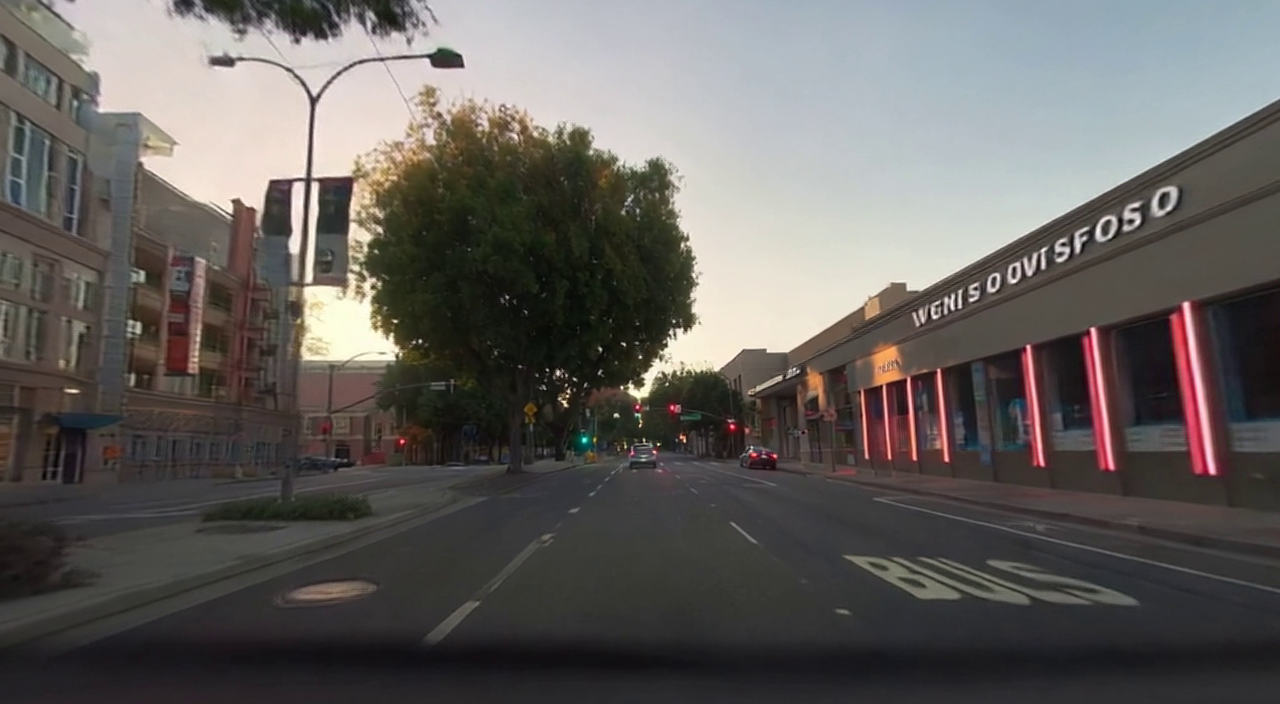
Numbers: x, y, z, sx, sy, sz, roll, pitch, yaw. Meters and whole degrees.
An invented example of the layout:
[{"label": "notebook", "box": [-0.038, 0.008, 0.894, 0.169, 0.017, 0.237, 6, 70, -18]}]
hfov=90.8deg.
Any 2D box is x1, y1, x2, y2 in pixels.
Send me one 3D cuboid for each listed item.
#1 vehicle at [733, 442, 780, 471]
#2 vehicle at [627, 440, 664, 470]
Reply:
[{"label": "vehicle", "box": [7.489, 6.767, 41.079, 1.987, 1.772, 4.749, 0, -9, -3]}, {"label": "vehicle", "box": [0.359, 6.512, 40.068, 2.223, 1.775, 4.250, 0, -9, 1]}]
